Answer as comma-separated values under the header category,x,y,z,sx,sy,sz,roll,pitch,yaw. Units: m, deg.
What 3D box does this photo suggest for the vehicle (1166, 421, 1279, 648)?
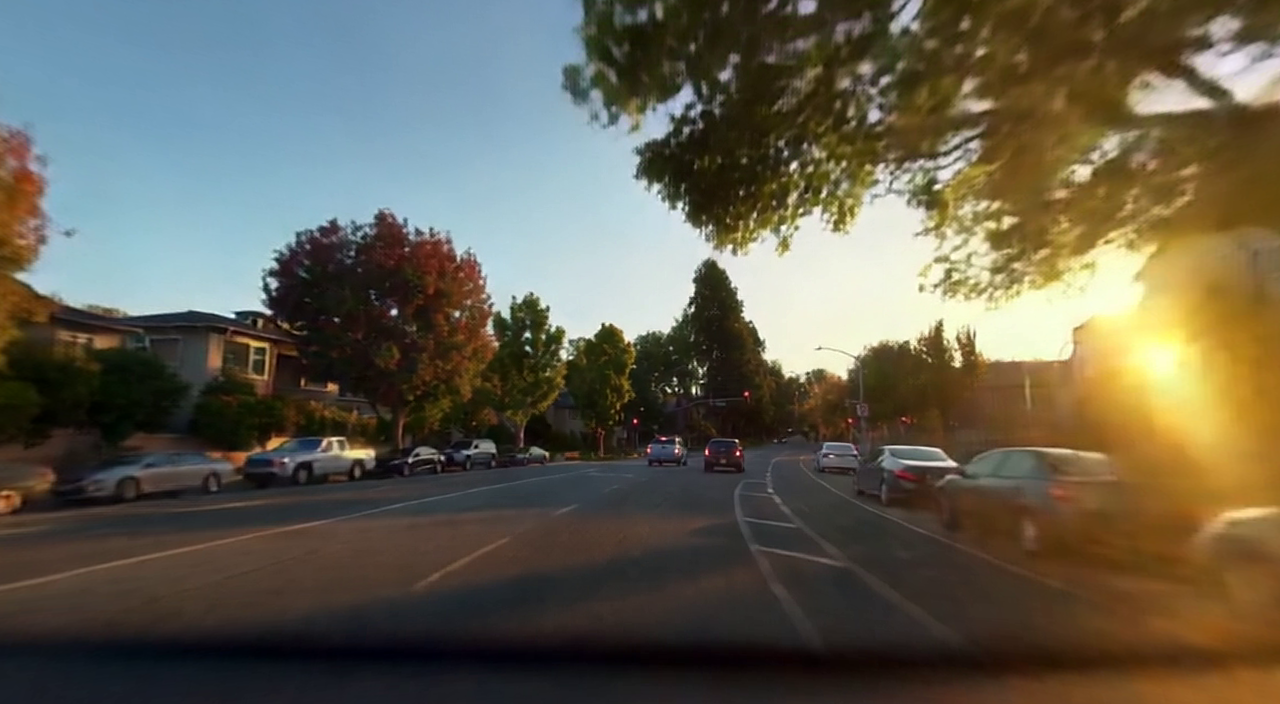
category,x,y,z,sx,sy,sz,roll,pitch,yaw
vehicle,5.290,1.102,3.292,1.841,1.545,3.813,0,-8,2

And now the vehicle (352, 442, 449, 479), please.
category,x,y,z,sx,sy,sz,roll,pitch,yaw
vehicle,-10.253,4.649,27.447,1.809,1.469,4.485,-2,-9,11

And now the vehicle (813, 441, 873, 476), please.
category,x,y,z,sx,sy,sz,roll,pitch,yaw
vehicle,9.452,4.958,29.834,2.104,1.489,4.962,-2,-9,11

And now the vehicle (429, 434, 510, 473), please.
category,x,y,z,sx,sy,sz,roll,pitch,yaw
vehicle,-8.825,5.285,33.202,2.115,1.853,4.745,-2,-9,12

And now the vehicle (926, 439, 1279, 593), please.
category,x,y,z,sx,sy,sz,roll,pitch,yaw
vehicle,5.614,1.898,8.335,1.807,1.436,4.535,0,-8,4

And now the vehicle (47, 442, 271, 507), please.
category,x,y,z,sx,sy,sz,roll,pitch,yaw
vehicle,-12.223,3.095,16.568,1.880,1.450,4.627,-1,-8,7

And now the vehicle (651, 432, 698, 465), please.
category,x,y,z,sx,sy,sz,roll,pitch,yaw
vehicle,2.115,5.653,37.122,1.877,1.827,4.298,-2,-9,15

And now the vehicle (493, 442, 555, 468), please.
category,x,y,z,sx,sy,sz,roll,pitch,yaw
vehicle,-7.065,6.324,39.029,1.782,1.472,4.744,-2,-9,16

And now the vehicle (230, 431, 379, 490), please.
category,x,y,z,sx,sy,sz,roll,pitch,yaw
vehicle,-11.265,3.670,21.760,1.977,1.761,4.990,-1,-8,6

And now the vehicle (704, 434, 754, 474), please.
category,x,y,z,sx,sy,sz,roll,pitch,yaw
vehicle,4.174,4.657,29.175,1.852,1.680,4.488,-2,-9,13
